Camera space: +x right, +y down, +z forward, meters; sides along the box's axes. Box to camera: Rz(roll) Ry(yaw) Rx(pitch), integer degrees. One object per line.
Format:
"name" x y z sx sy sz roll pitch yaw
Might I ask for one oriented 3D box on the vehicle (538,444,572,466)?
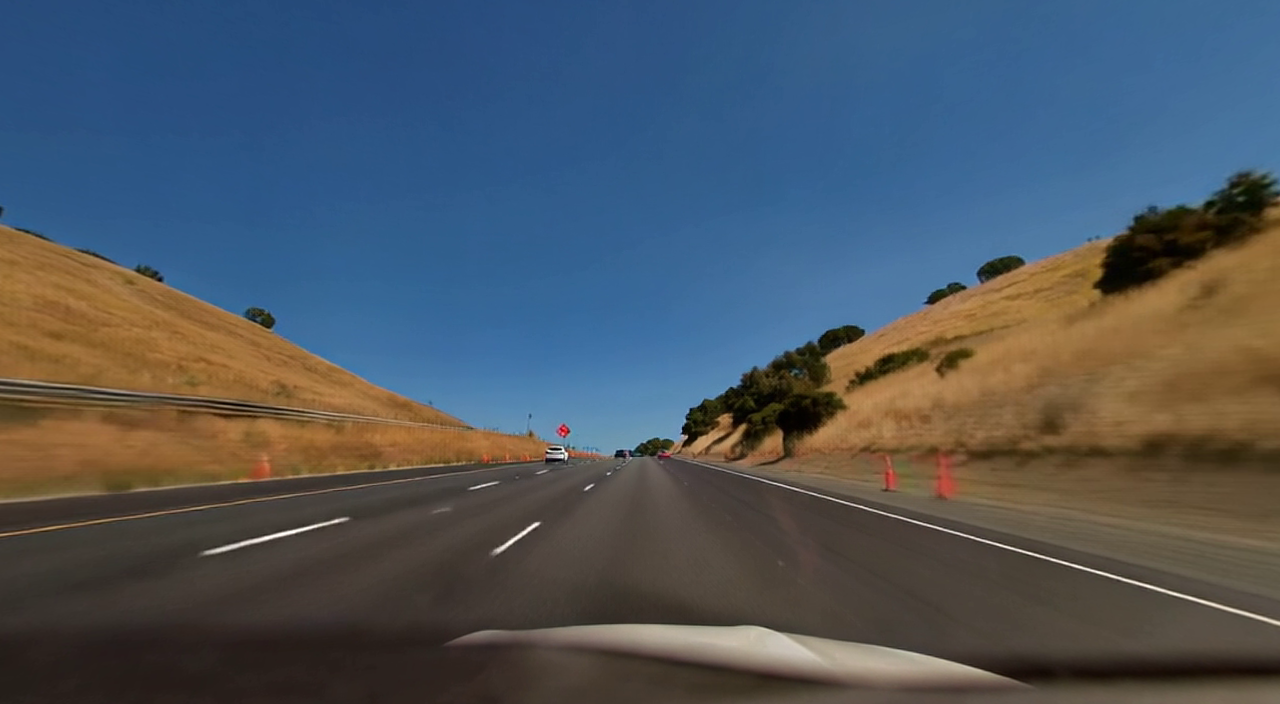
"vehicle" -6.663 8.120 49.738 2.042 1.585 4.162 0 -9 0
